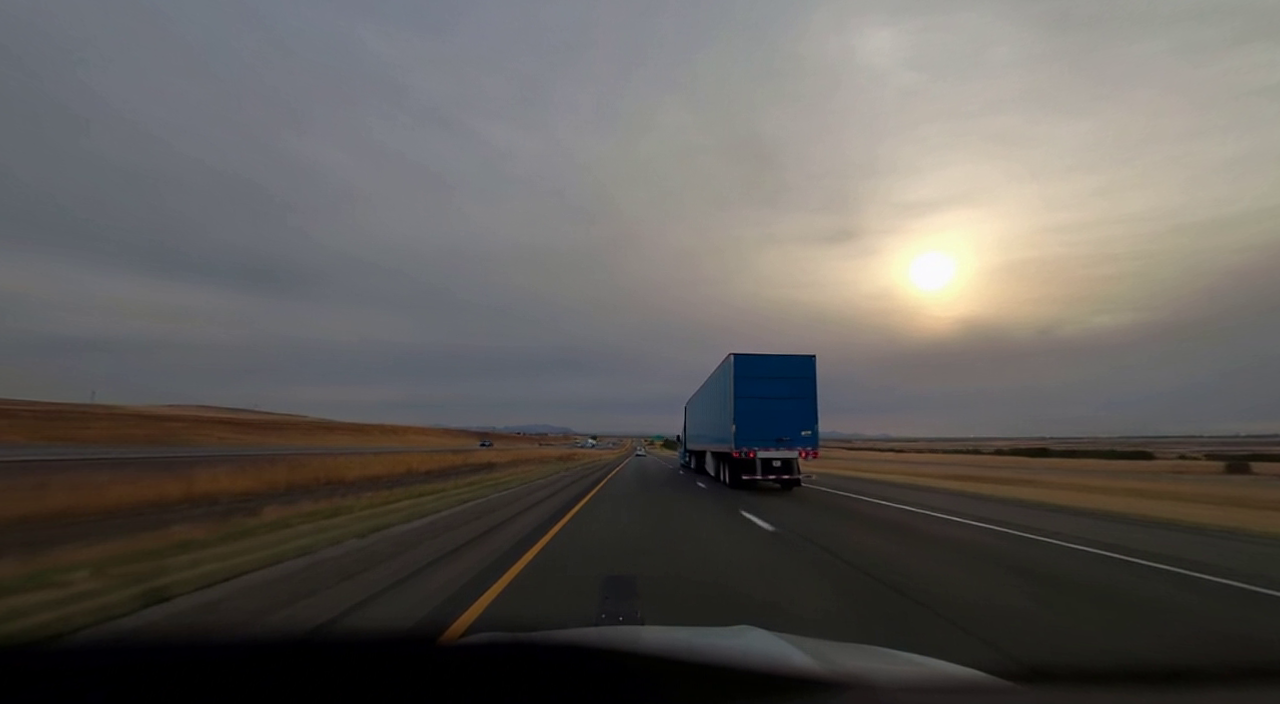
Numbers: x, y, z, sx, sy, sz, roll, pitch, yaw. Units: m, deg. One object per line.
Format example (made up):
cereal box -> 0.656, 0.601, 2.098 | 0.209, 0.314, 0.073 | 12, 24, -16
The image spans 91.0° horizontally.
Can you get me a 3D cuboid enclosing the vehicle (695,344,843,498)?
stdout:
vehicle -> 4.066, 2.864, 23.752 | 2.818, 4.206, 12.987 | 0, -9, 0
